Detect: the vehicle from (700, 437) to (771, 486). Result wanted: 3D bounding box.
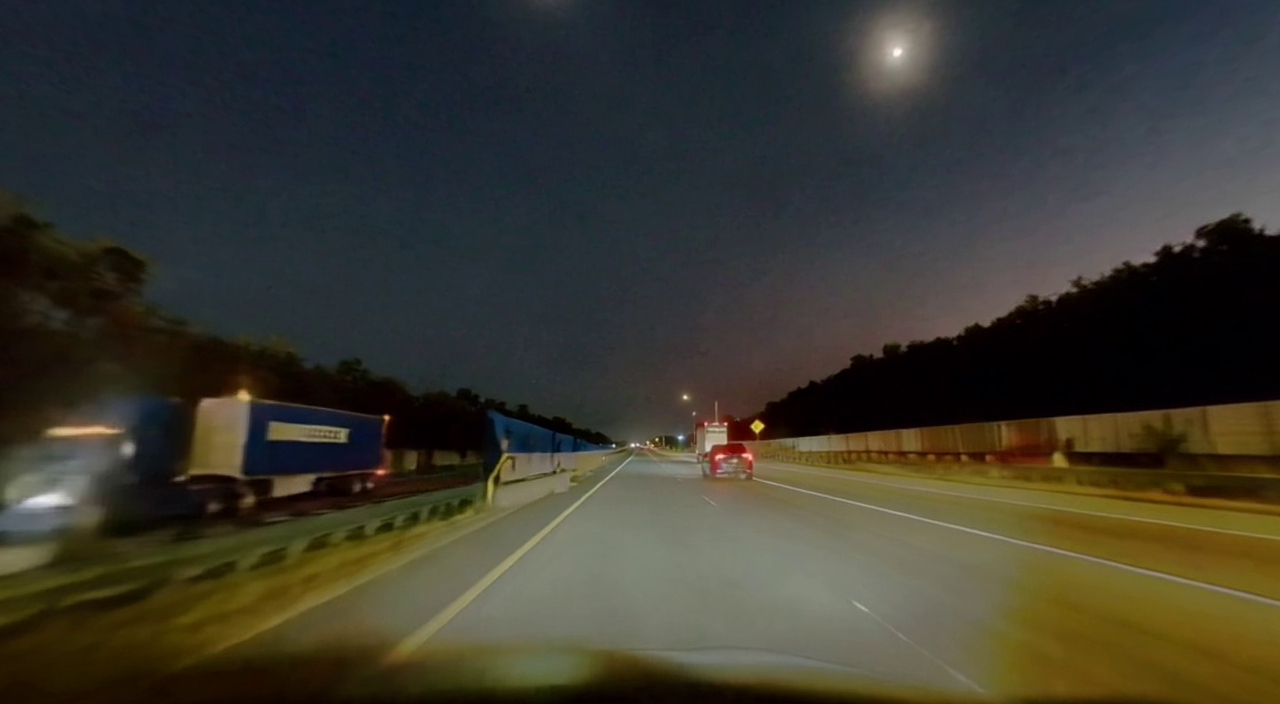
[{"bbox_3d":[3.680,4.321,25.028,2.093,1.742,4.167,0,-9,-1],"label":"vehicle"}]

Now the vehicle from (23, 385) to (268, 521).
[{"bbox_3d":[-15.721,3.297,20.831,3.060,3.798,5.974,0,-9,-1],"label":"vehicle"}]
